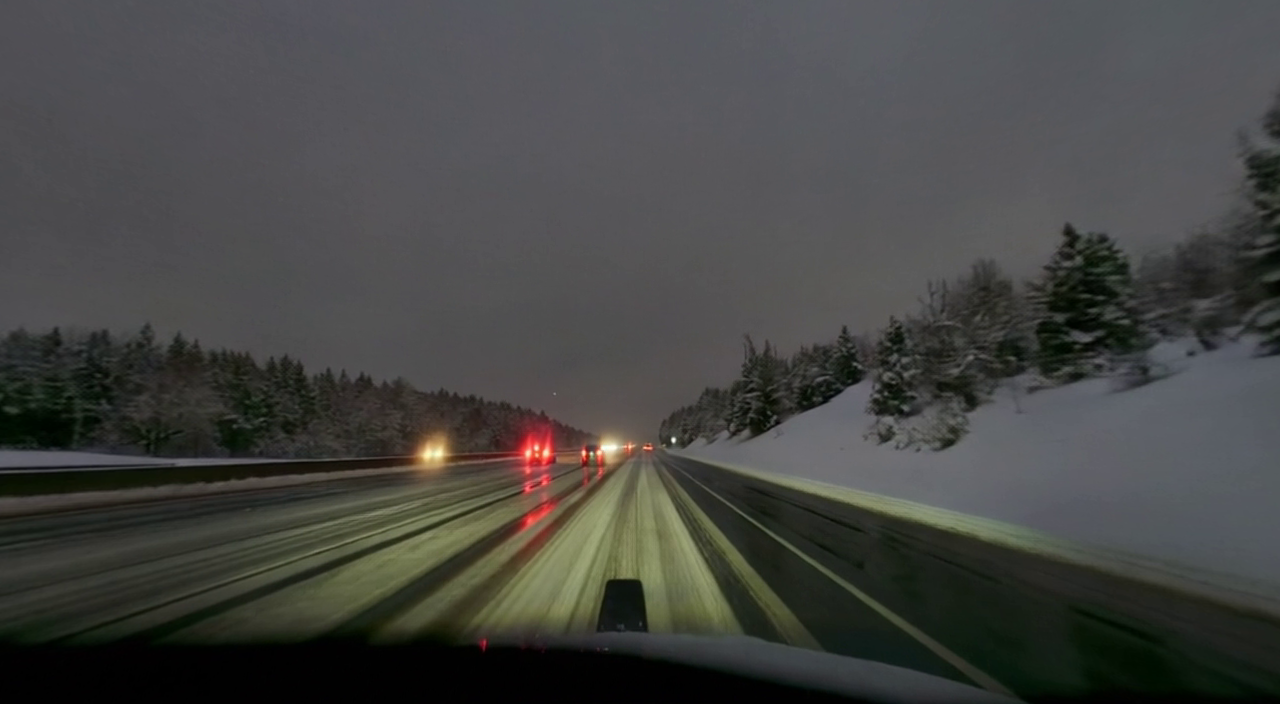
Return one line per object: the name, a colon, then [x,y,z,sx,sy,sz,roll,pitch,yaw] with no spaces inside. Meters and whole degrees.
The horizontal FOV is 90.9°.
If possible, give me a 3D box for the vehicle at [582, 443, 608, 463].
vehicle: [-3.491,7.920,49.550,1.786,1.488,4.023,0,-8,0]
